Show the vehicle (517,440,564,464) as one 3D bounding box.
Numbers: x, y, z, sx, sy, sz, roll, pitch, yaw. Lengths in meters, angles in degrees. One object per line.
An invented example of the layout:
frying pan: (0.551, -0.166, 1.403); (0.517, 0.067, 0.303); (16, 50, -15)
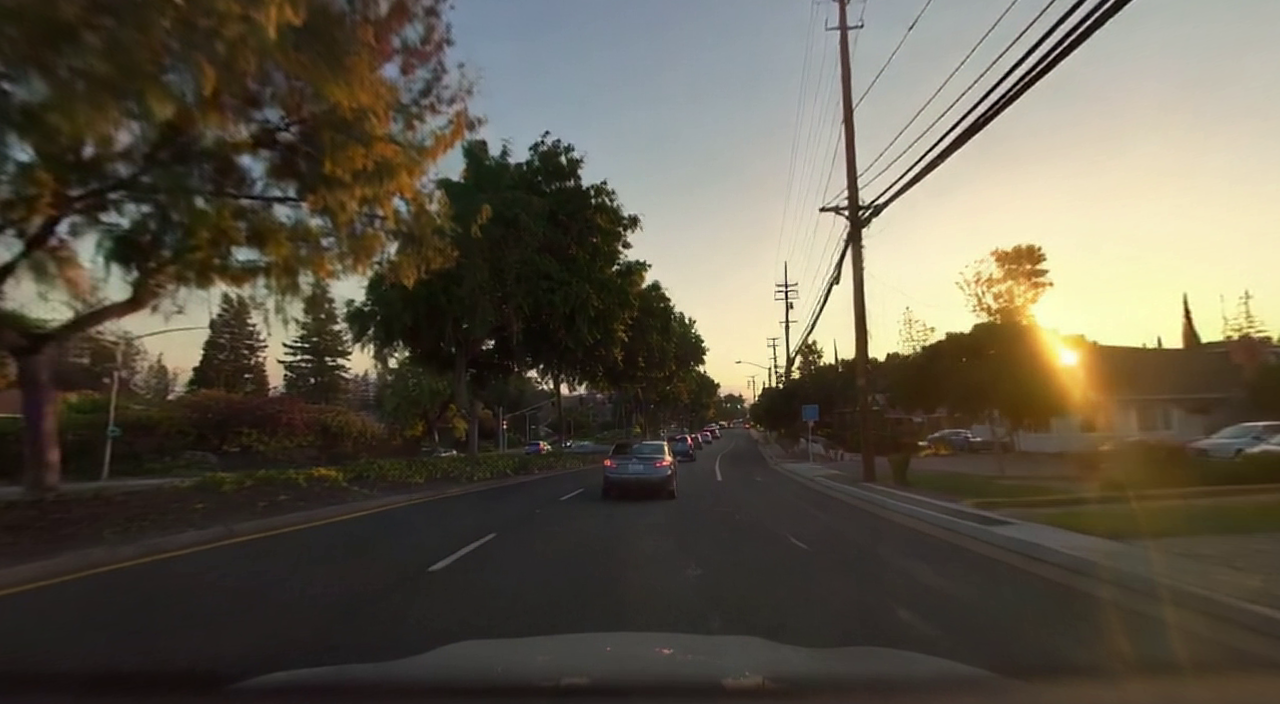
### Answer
vehicle: (-6.585, 6.677, 42.159); (1.983, 1.485, 4.159); (-1, -9, 7)

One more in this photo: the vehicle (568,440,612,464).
vehicle: (-3.237, 6.567, 41.497); (1.928, 1.493, 4.289); (-2, -9, 9)

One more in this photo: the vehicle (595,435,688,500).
vehicle: (0.176, 2.981, 16.559); (2.117, 1.474, 4.036); (-1, -9, 5)

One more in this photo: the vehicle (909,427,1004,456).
vehicle: (19.412, 5.550, 38.857); (4.739, 1.708, 1.976); (-2, -9, 8)

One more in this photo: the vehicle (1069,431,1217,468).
vehicle: (21.272, 4.163, 26.804); (4.497, 1.460, 1.851); (-2, -10, 5)

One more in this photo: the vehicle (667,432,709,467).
vehicle: (2.900, 5.768, 37.292); (2.158, 1.939, 4.935); (-2, -9, 8)
